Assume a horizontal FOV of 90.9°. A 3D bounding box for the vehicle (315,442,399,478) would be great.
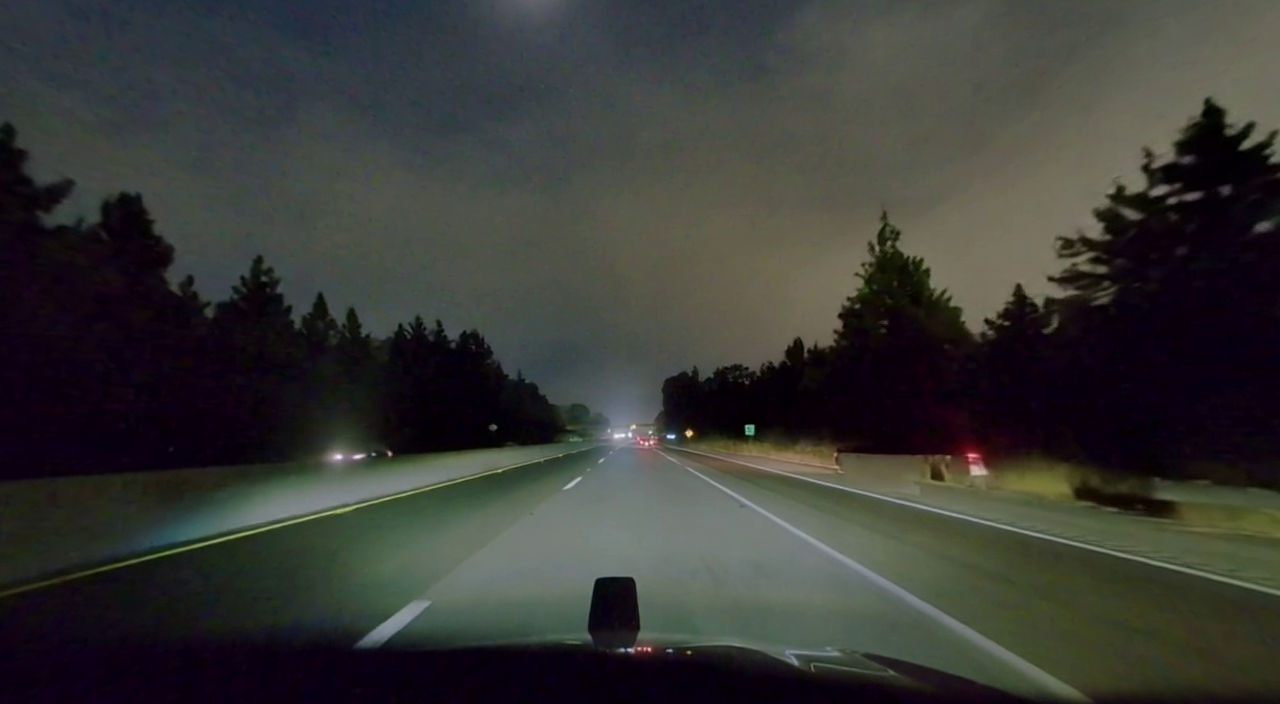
[{"bbox_3d":[-12.822,4.895,28.906,1.883,1.454,4.519,0,-8,-2],"label":"vehicle"}]
